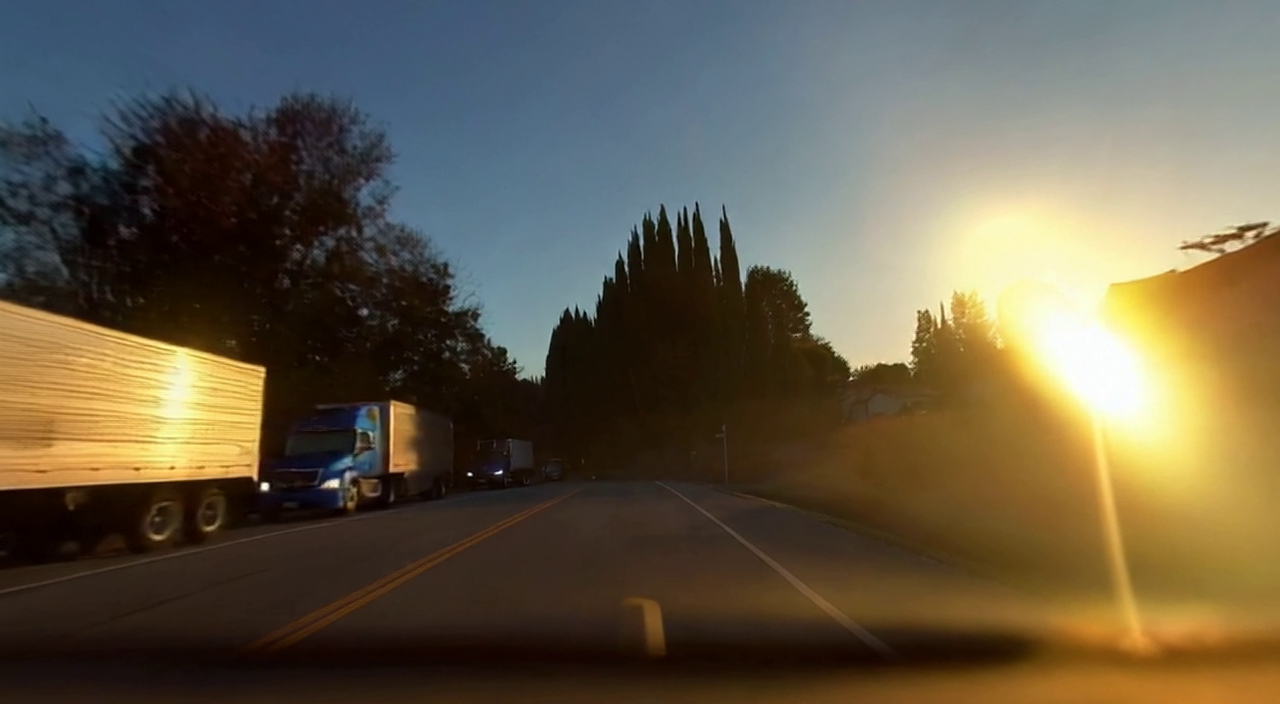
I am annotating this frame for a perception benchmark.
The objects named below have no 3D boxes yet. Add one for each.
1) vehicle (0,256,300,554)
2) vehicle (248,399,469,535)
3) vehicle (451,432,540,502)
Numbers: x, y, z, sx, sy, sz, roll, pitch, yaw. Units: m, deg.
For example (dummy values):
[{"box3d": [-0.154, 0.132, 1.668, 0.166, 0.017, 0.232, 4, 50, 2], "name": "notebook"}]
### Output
[{"box3d": [-9.604, 1.098, 8.226, 5.596, 3.130, 8.972, -4, -12, -2], "name": "vehicle"}, {"box3d": [-8.330, 3.403, 20.637, 2.788, 3.365, 9.652, 0, -6, 0], "name": "vehicle"}, {"box3d": [-8.437, 6.717, 38.450, 2.905, 3.359, 10.168, 0, -6, 1], "name": "vehicle"}]
